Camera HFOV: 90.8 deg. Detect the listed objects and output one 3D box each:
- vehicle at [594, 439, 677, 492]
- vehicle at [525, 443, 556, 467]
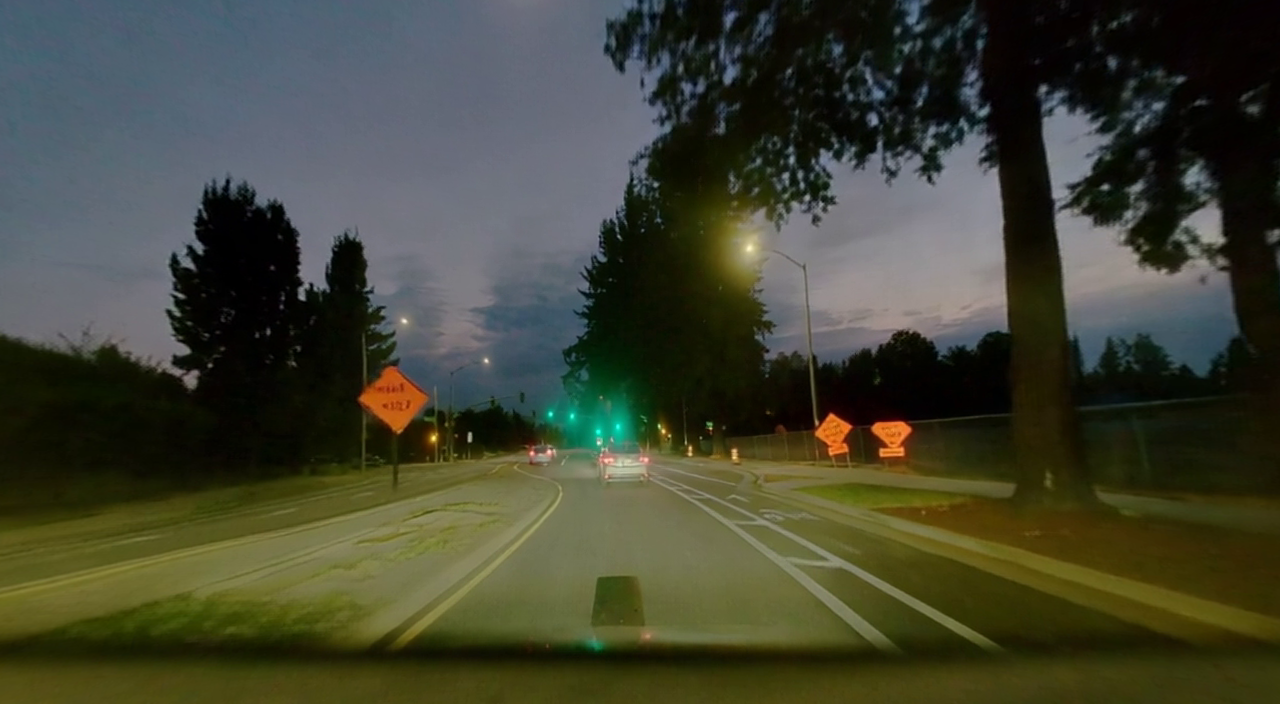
[{"bbox_3d":[-0.282,3.631,20.680,2.266,1.508,4.430,1,-8,-6],"label":"vehicle"},{"bbox_3d":[-7.215,7.459,46.003,2.077,1.665,4.206,1,-9,-8],"label":"vehicle"}]
